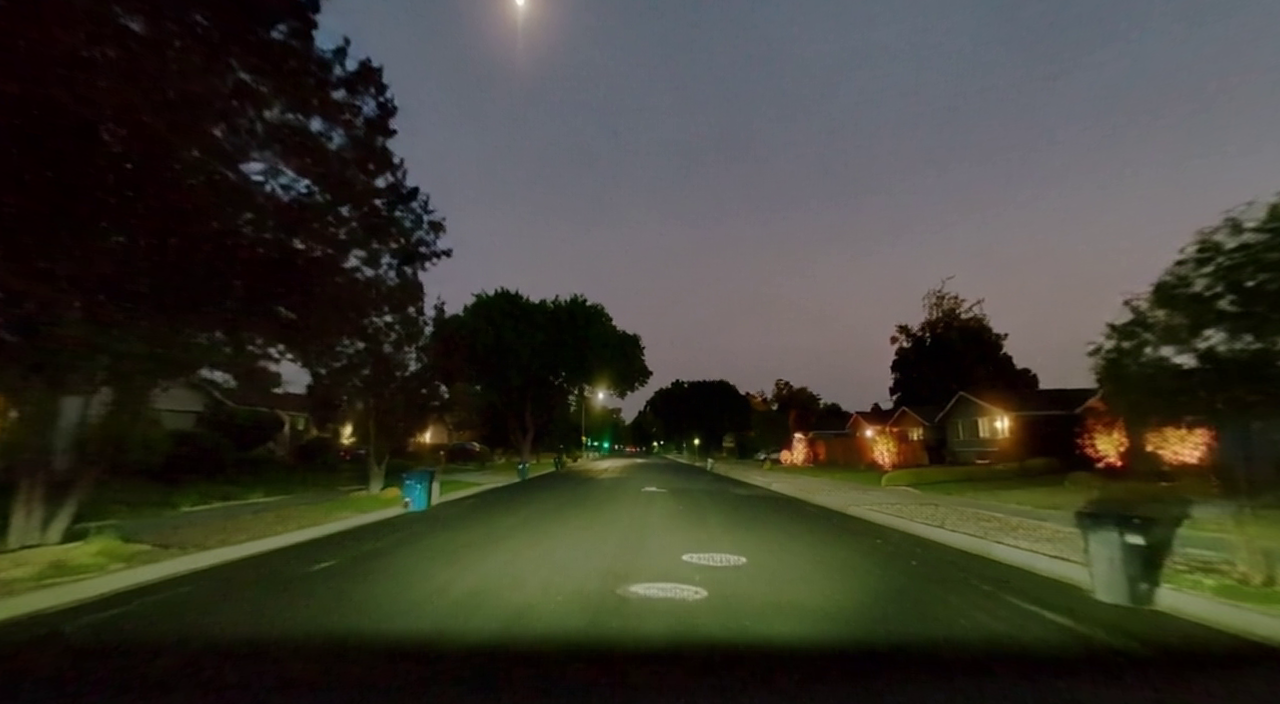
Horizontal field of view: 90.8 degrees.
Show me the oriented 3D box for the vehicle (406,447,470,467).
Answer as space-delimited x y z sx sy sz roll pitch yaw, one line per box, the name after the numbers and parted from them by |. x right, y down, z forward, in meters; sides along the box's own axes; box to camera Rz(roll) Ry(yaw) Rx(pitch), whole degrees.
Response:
-15.843 8.251 49.680 4.307 1.508 2.072 0 -10 1 | vehicle

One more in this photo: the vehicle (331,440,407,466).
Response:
-19.308 7.248 45.161 4.359 1.789 2.123 0 -10 0 | vehicle
